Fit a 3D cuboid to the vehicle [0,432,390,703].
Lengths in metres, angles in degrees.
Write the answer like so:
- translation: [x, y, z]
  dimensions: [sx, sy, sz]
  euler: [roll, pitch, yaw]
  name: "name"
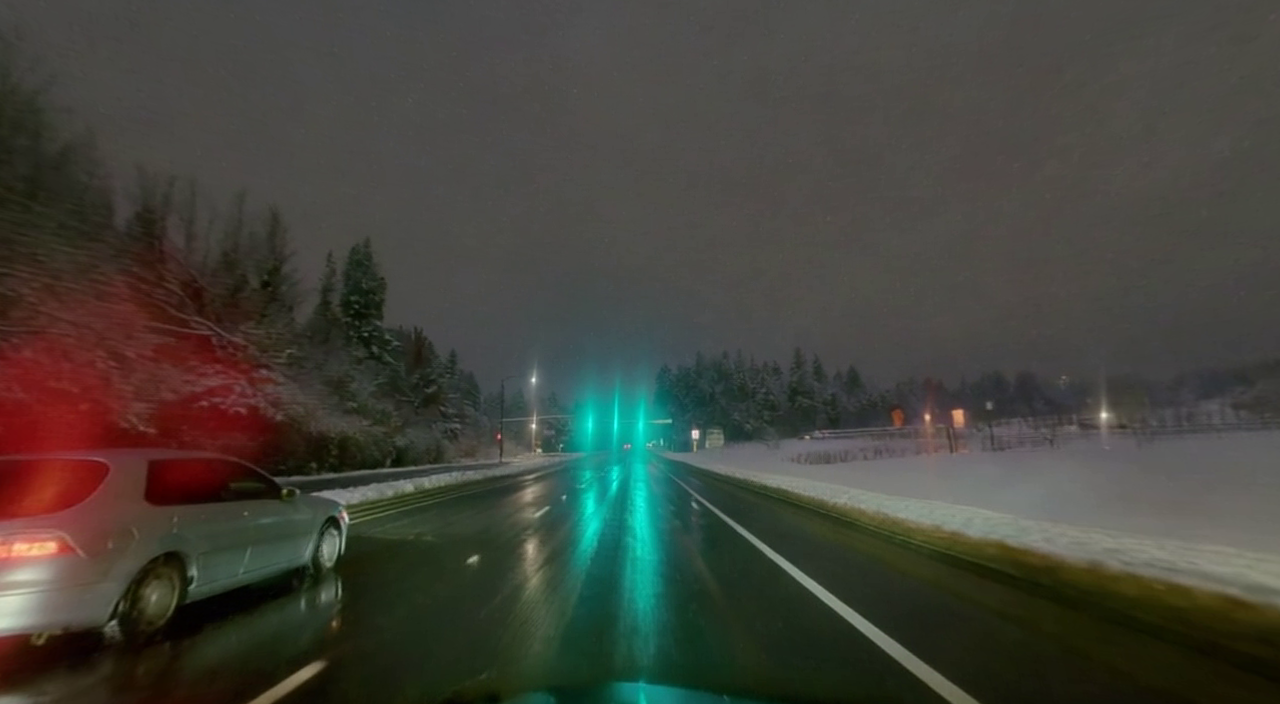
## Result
- translation: [-3.959, 1.448, 5.354]
  dimensions: [1.946, 1.437, 4.154]
  euler: [0, -8, 1]
  name: "vehicle"
